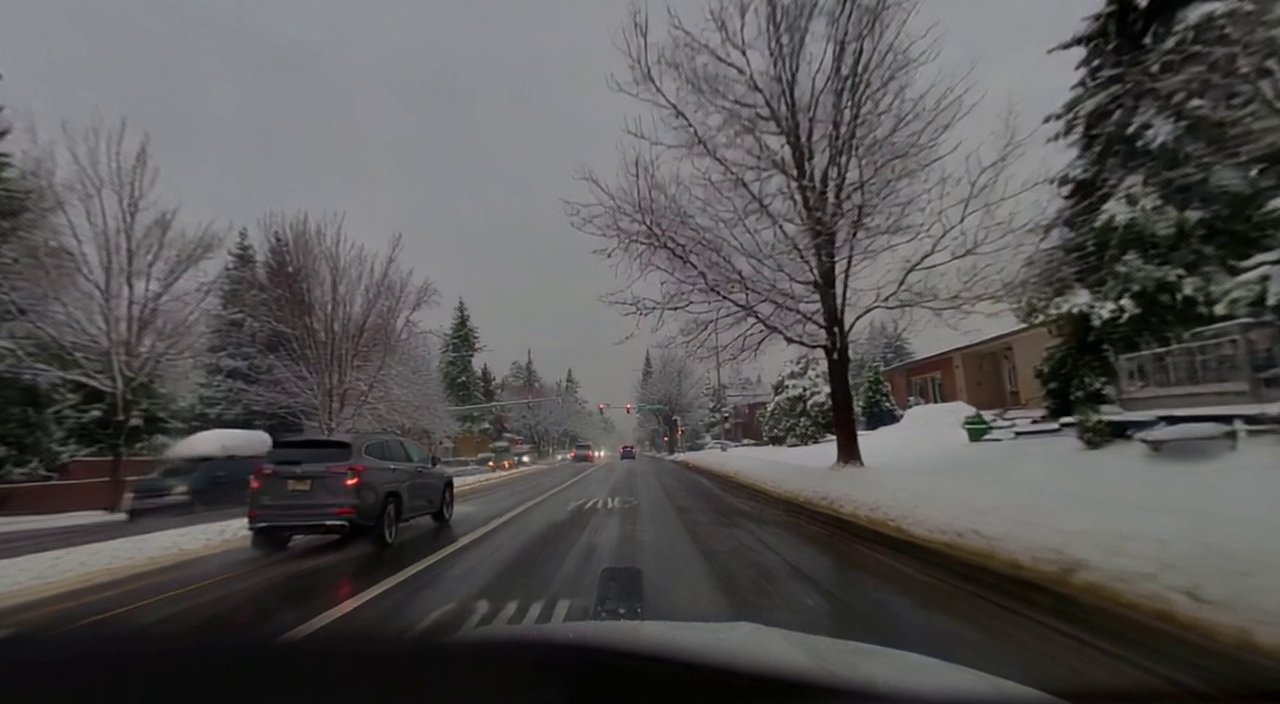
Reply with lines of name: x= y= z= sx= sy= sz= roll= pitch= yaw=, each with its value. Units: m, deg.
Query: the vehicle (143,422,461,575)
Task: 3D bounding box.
vehicle: x=-4.486 y=2.005 z=9.516 sx=2.169 sy=1.706 sz=4.638 roll=0 pitch=-9 yaw=1

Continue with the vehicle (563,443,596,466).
vehicle: x=-4.642 y=7.964 z=49.228 sx=2.065 sy=1.714 sz=4.272 roll=0 pitch=-9 yaw=1
